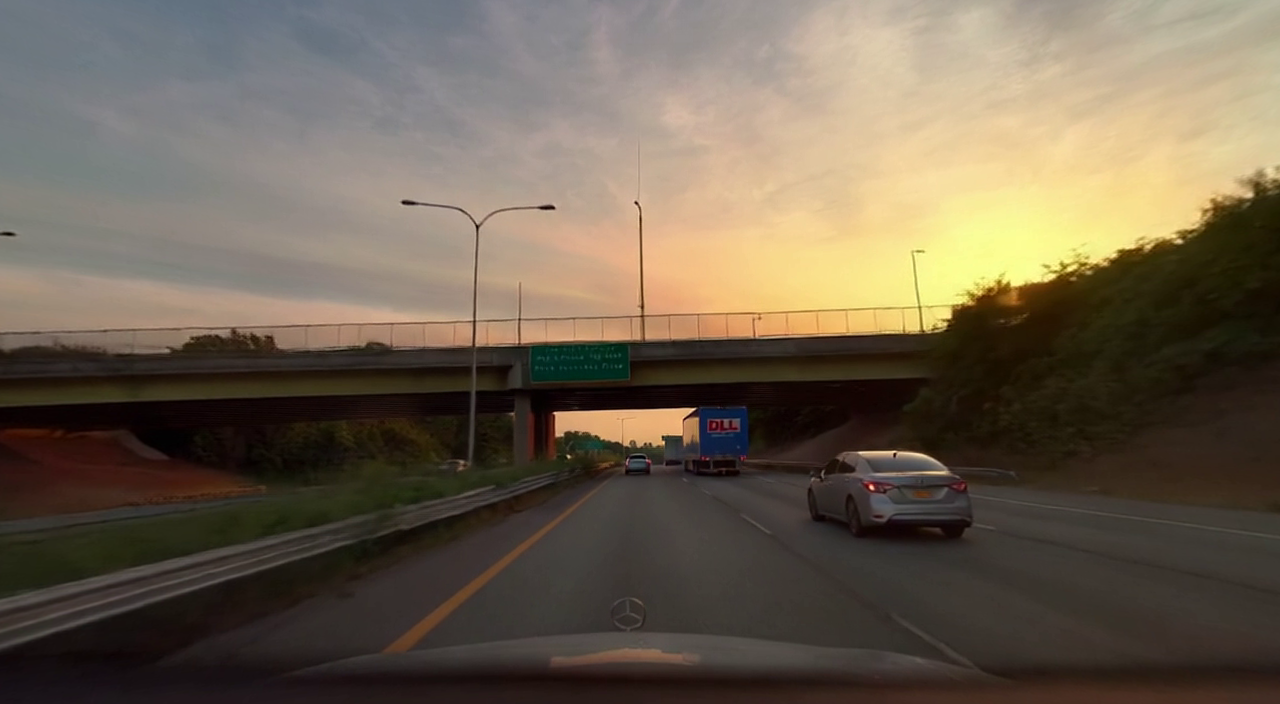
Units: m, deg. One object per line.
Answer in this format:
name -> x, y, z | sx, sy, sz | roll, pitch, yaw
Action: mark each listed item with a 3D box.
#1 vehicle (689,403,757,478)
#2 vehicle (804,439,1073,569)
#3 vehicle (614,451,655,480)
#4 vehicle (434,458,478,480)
vehicle -> 4.822, 5.417, 38.260 | 2.838, 3.985, 8.010 | 0, -9, -1
vehicle -> 3.967, 2.069, 9.351 | 1.894, 1.452, 4.164 | 0, -9, -1
vehicle -> -0.309, 6.031, 33.762 | 2.055, 1.445, 3.661 | 0, -9, 0
vehicle -> -13.669, 8.718, 47.043 | 1.831, 1.464, 4.303 | -1, -9, 2
